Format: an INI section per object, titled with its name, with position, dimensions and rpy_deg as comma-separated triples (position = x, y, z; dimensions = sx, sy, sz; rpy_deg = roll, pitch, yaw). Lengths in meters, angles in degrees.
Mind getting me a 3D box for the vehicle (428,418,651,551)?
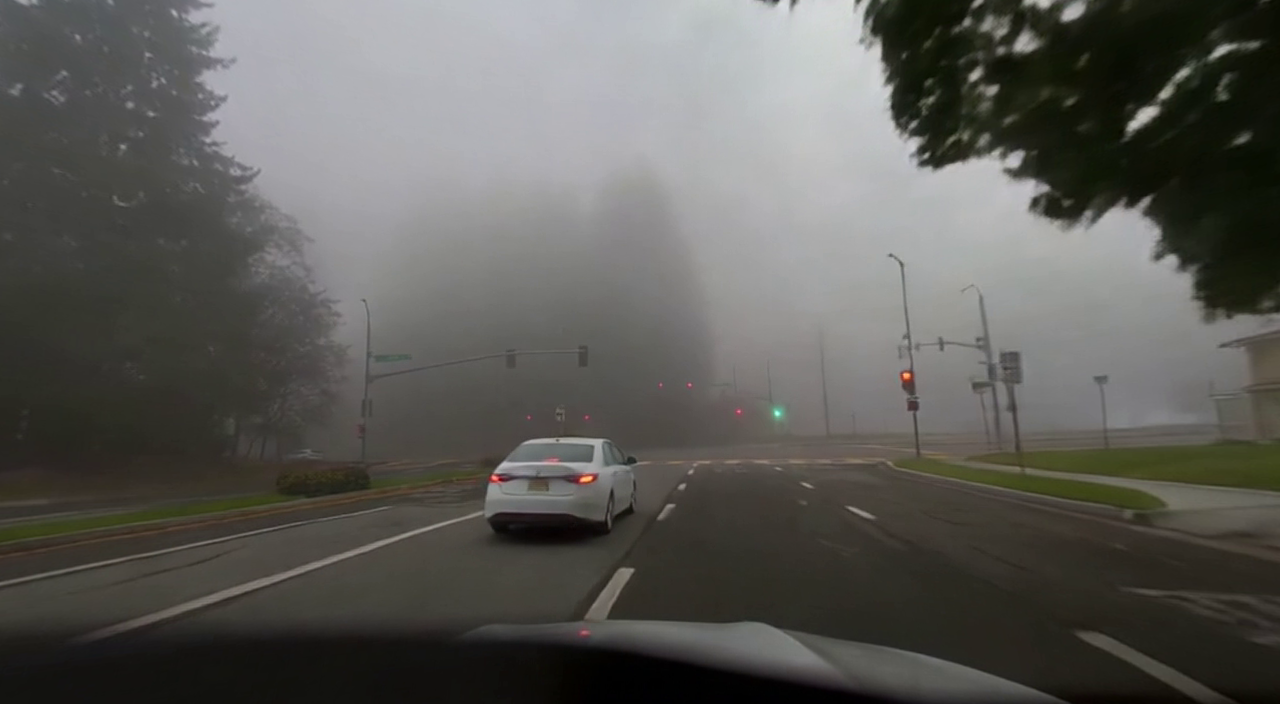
[vehicle]
position = -1.196, 1.945, 10.069
dimensions = 2.139, 1.564, 4.901
rpy_deg = -1, -8, 8
